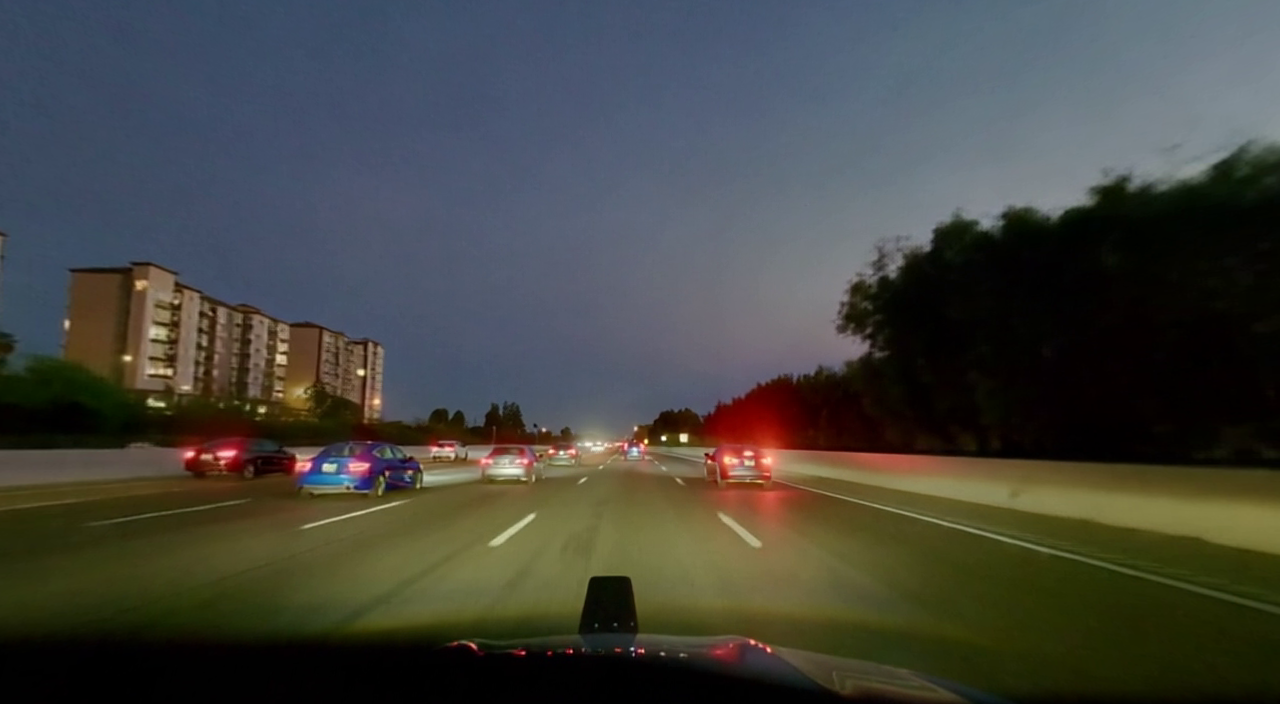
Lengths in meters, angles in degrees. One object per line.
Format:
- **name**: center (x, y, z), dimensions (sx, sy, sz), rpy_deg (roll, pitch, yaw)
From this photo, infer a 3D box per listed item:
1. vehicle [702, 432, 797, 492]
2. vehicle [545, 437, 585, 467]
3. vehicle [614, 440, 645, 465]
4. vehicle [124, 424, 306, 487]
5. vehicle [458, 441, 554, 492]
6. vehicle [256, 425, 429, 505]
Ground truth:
- **vehicle**: center (3.287, 3.414, 19.924), dimensions (2.061, 1.658, 4.417), rpy_deg (0, -8, -2)
- **vehicle**: center (-4.673, 6.332, 40.074), dimensions (2.044, 1.774, 4.329), rpy_deg (0, -8, 0)
- **vehicle**: center (-0.707, 6.989, 44.125), dimensions (2.053, 1.650, 3.945), rpy_deg (0, -8, -1)
- **vehicle**: center (-15.400, 3.799, 23.578), dimensions (2.396, 1.999, 6.333), rpy_deg (0, -8, 0)
- **vehicle**: center (-4.168, 3.628, 20.434), dimensions (2.124, 1.426, 4.444), rpy_deg (0, -8, 0)
- **vehicle**: center (-7.487, 2.898, 16.677), dimensions (2.086, 1.776, 5.080), rpy_deg (0, -8, 0)
